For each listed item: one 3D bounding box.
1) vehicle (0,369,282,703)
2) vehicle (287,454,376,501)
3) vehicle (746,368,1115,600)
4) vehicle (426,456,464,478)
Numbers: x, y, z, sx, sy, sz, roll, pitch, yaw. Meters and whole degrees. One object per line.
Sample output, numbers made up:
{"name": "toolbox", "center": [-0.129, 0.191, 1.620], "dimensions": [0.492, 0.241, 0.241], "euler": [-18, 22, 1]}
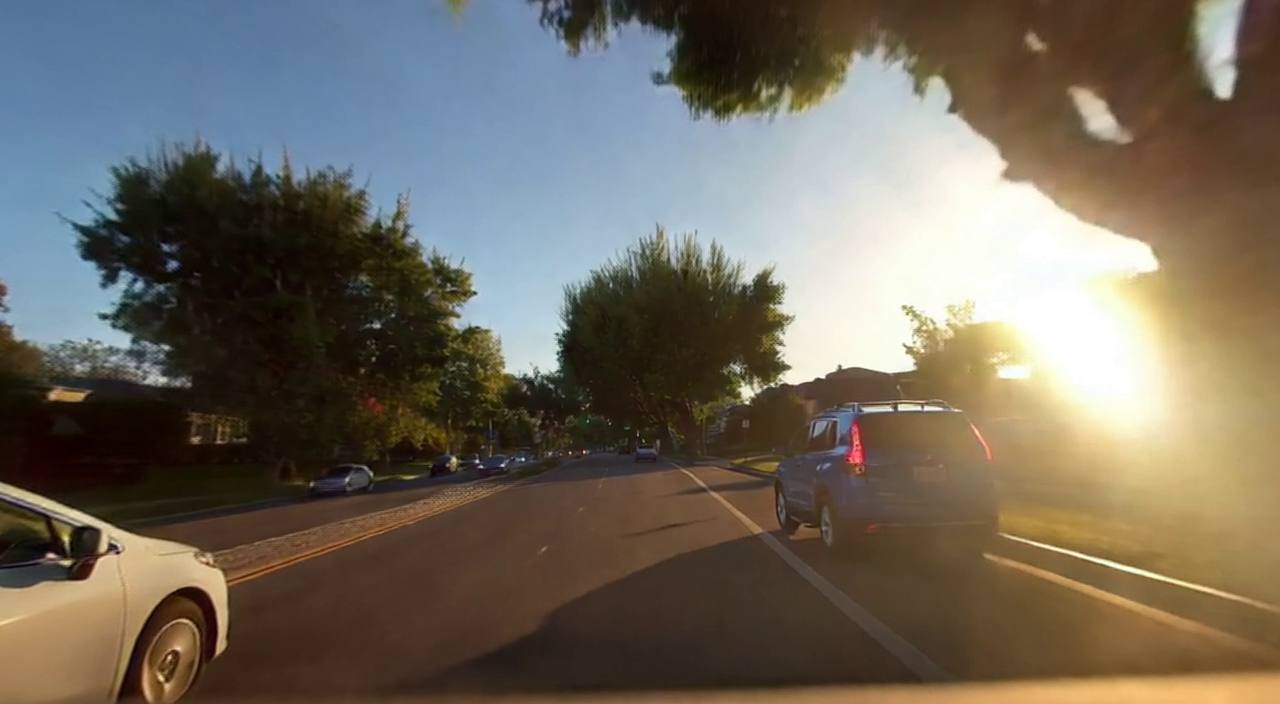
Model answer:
{"name": "vehicle", "center": [-3.378, 0.831, 1.778], "dimensions": [2.058, 1.659, 4.514], "euler": [-1, -9, 0]}
{"name": "vehicle", "center": [-13.303, 5.391, 27.491], "dimensions": [1.931, 1.788, 4.224], "euler": [0, -9, -4]}
{"name": "vehicle", "center": [3.072, 1.594, 8.523], "dimensions": [2.338, 2.063, 5.592], "euler": [-1, -9, 1]}
{"name": "vehicle", "center": [-14.968, 8.824, 48.523], "dimensions": [1.839, 1.496, 4.338], "euler": [0, -9, -4]}
